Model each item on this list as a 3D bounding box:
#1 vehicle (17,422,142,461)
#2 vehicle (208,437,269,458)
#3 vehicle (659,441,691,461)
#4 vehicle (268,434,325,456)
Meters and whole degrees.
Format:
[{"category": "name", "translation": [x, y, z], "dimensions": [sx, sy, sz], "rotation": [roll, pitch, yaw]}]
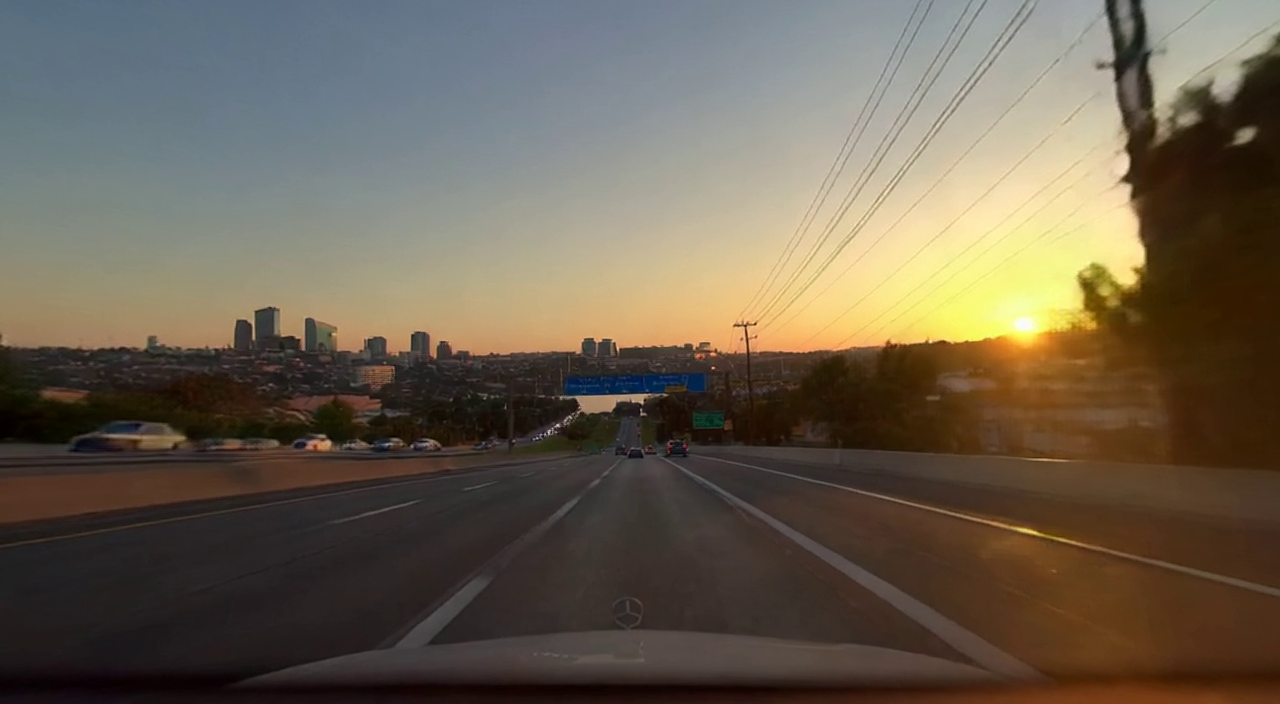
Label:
[{"category": "vehicle", "translation": [-26.151, 4.211, 29.636], "dimensions": [1.943, 1.713, 4.243], "rotation": [0, -8, 0]}, {"category": "vehicle", "translation": [-29.956, 7.145, 47.202], "dimensions": [1.765, 1.501, 4.267], "rotation": [0, -8, 0]}, {"category": "vehicle", "translation": [2.637, 7.585, 48.425], "dimensions": [2.036, 1.486, 4.375], "rotation": [0, -8, -2]}, {"category": "vehicle", "translation": [-26.070, 7.060, 48.036], "dimensions": [1.843, 1.595, 4.423], "rotation": [0, -8, -1]}]
